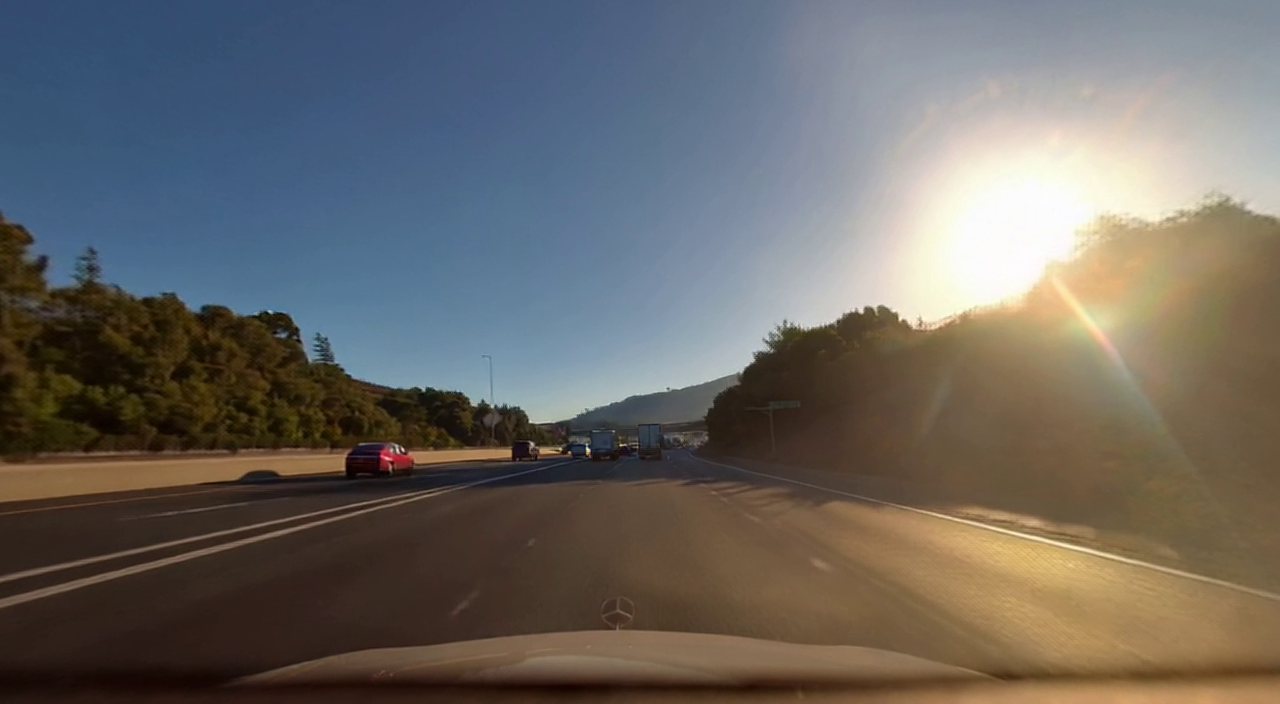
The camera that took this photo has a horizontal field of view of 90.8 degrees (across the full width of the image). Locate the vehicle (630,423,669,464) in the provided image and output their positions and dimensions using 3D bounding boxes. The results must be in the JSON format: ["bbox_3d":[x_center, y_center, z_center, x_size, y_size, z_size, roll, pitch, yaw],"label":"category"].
[{"bbox_3d":[0.731,7.009,48.718,2.768,2.854,6.757,1,-8,1],"label":"vehicle"}]

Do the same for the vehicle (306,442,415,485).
[{"bbox_3d":[-10.327,4.136,23.820,1.952,1.457,4.689,0,-8,0],"label":"vehicle"}]

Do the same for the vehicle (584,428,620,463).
[{"bbox_3d":[-2.872,7.319,49.357,2.328,2.519,5.238,0,-8,1],"label":"vehicle"}]
